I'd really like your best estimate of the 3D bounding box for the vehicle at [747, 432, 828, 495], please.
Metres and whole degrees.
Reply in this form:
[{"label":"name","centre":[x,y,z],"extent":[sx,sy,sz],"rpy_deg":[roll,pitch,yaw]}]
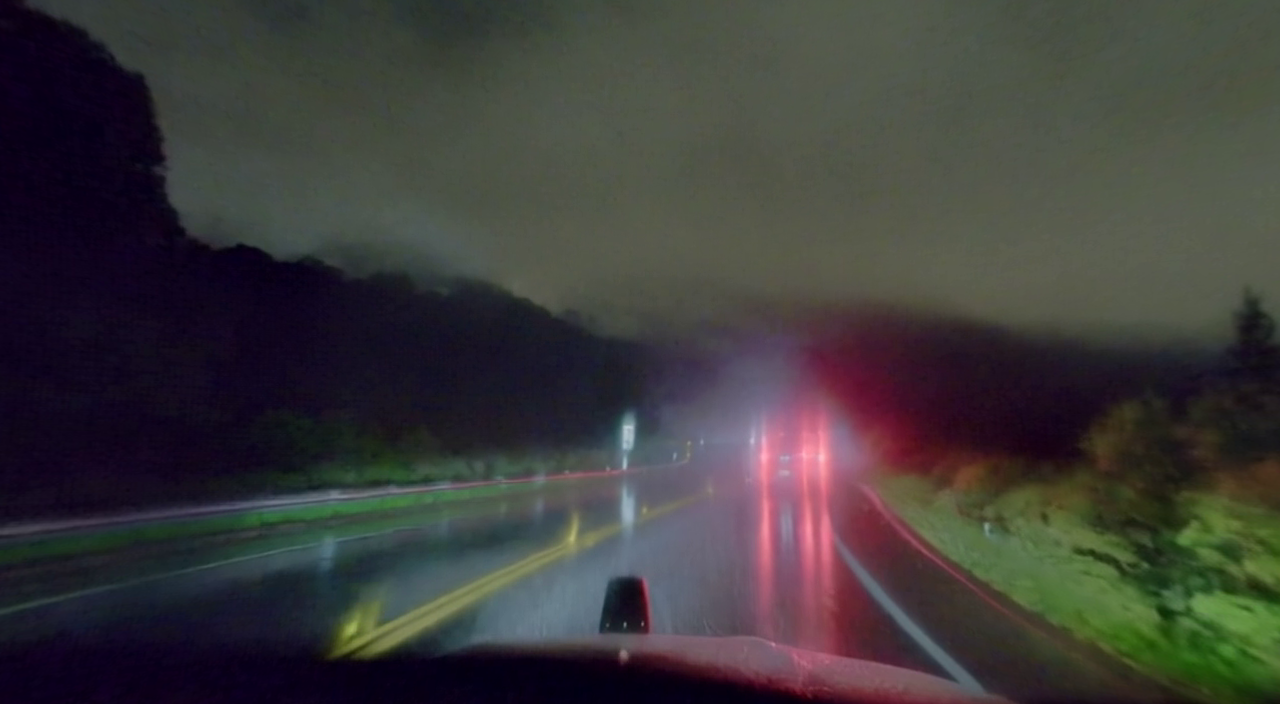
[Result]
[{"label":"vehicle","centre":[5.493,3.989,23.076],"extent":[2.500,1.961,5.637],"rpy_deg":[-3,-9,15]}]
